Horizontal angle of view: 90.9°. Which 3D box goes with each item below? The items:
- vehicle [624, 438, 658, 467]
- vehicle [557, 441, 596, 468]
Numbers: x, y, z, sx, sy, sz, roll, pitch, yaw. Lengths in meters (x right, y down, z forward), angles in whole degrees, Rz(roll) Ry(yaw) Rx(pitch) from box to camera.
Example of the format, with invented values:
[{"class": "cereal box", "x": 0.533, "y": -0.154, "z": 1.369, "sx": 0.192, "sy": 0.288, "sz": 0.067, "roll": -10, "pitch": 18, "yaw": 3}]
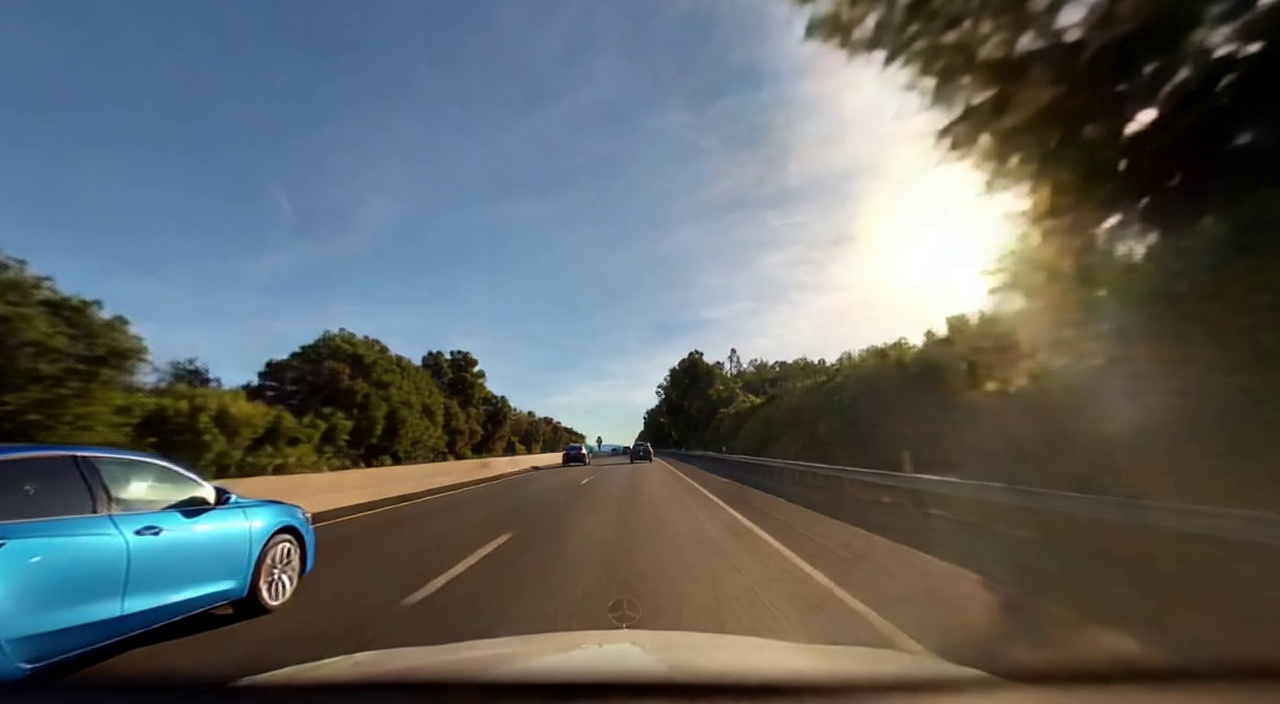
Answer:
[{"class": "vehicle", "x": 0.056, "y": 6.593, "z": 41.338, "sx": 2.126, "sy": 1.786, "sz": 3.958, "roll": 0, "pitch": -9, "yaw": -1}, {"class": "vehicle", "x": -4.200, "y": 6.841, "z": 42.185, "sx": 2.113, "sy": 1.656, "sz": 4.215, "roll": 0, "pitch": -9, "yaw": 0}]
